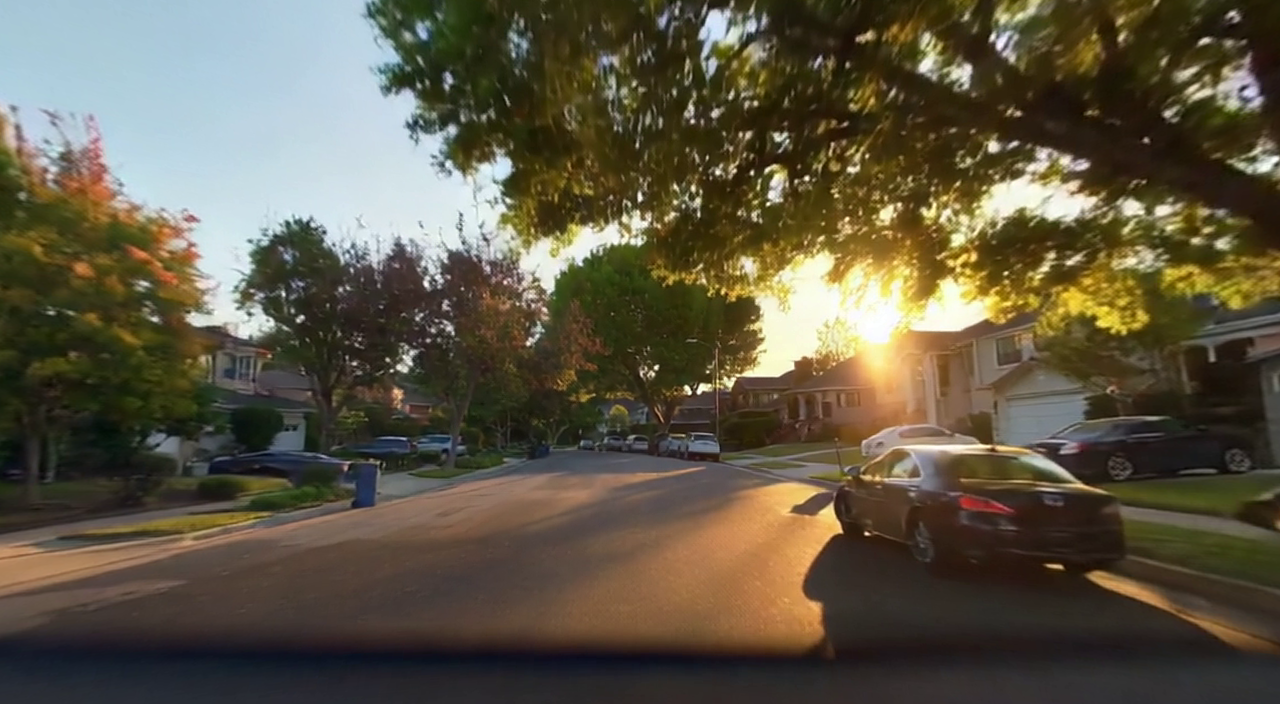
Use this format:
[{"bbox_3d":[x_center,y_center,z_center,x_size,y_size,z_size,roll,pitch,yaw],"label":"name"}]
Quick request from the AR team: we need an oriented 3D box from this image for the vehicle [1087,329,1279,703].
[{"bbox_3d":[3.699,0.613,1.030,2.161,1.854,5.289,-1,-8,2],"label":"vehicle"}]

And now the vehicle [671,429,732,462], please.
[{"bbox_3d":[3.718,5.821,39.566,2.715,1.900,6.163,1,-8,-5],"label":"vehicle"}]

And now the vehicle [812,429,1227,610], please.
[{"bbox_3d":[3.792,1.722,7.638,2.132,1.478,4.685,0,-8,0],"label":"vehicle"}]
